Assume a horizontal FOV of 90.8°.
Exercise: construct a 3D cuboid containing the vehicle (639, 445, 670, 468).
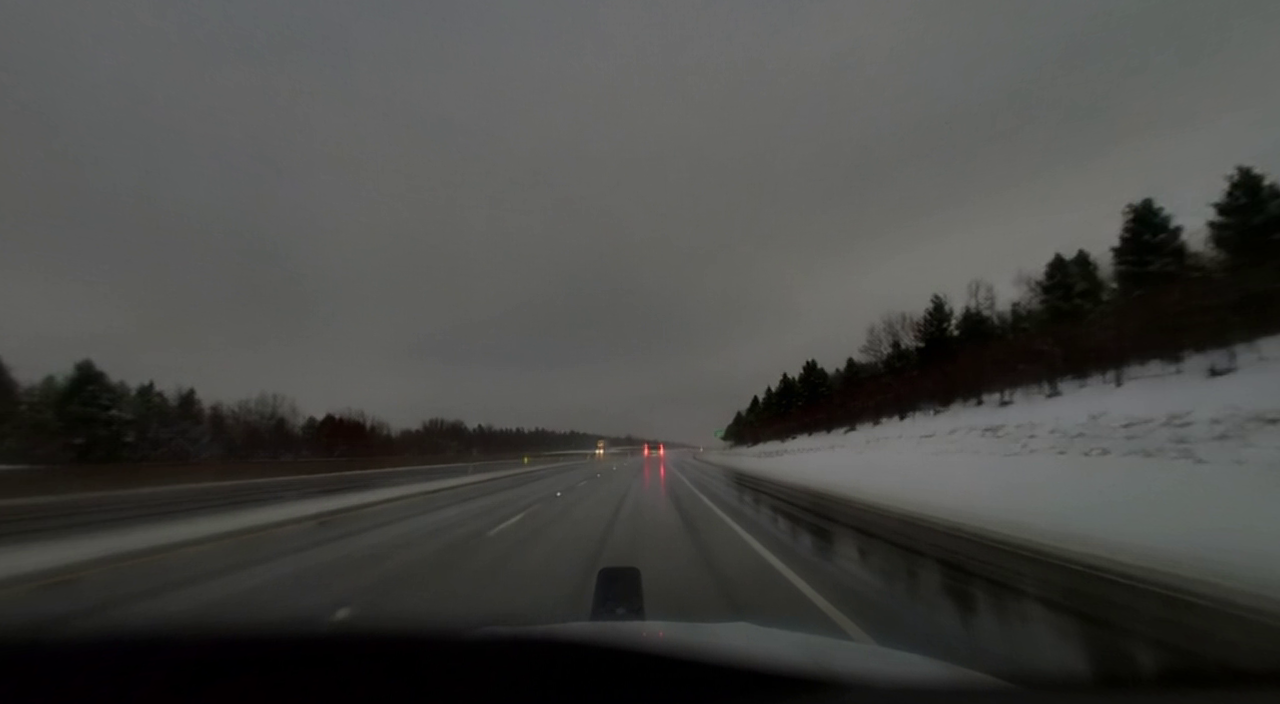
[{"bbox_3d":[1.133,7.844,47.367,2.221,1.603,4.149,0,-9,2],"label":"vehicle"}]
